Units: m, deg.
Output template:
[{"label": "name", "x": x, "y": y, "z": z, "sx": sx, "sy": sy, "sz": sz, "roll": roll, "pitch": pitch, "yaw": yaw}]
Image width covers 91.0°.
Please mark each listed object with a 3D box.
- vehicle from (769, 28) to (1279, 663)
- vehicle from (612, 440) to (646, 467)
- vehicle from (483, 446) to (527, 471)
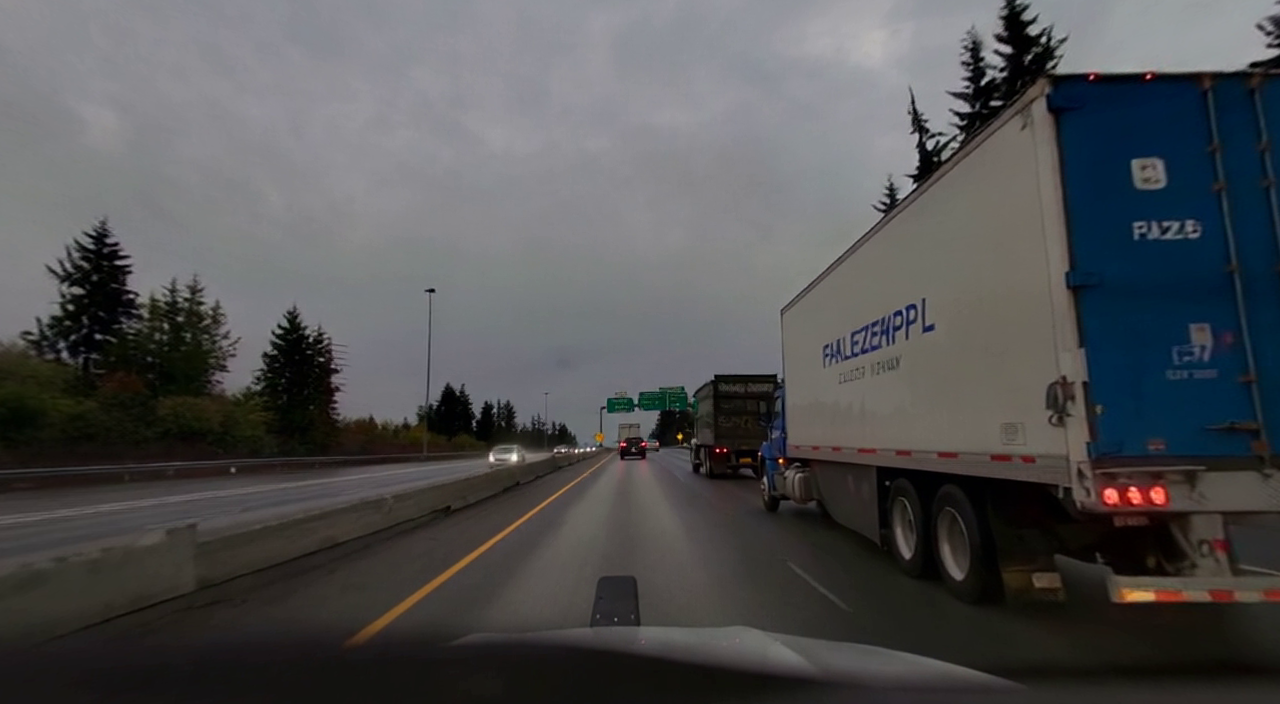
[{"label": "vehicle", "x": 4.244, "y": 0.439, "z": 8.518, "sx": 2.853, "sy": 4.086, "sz": 9.078, "roll": 0, "pitch": -8, "yaw": -1}, {"label": "vehicle", "x": -0.662, "y": 6.023, "z": 37.487, "sx": 1.943, "sy": 1.491, "sz": 3.459, "roll": 0, "pitch": -8, "yaw": -2}, {"label": "vehicle", "x": -8.842, "y": 6.990, "z": 41.656, "sx": 1.986, "sy": 1.522, "sz": 4.181, "roll": -1, "pitch": -8, "yaw": 0}]
